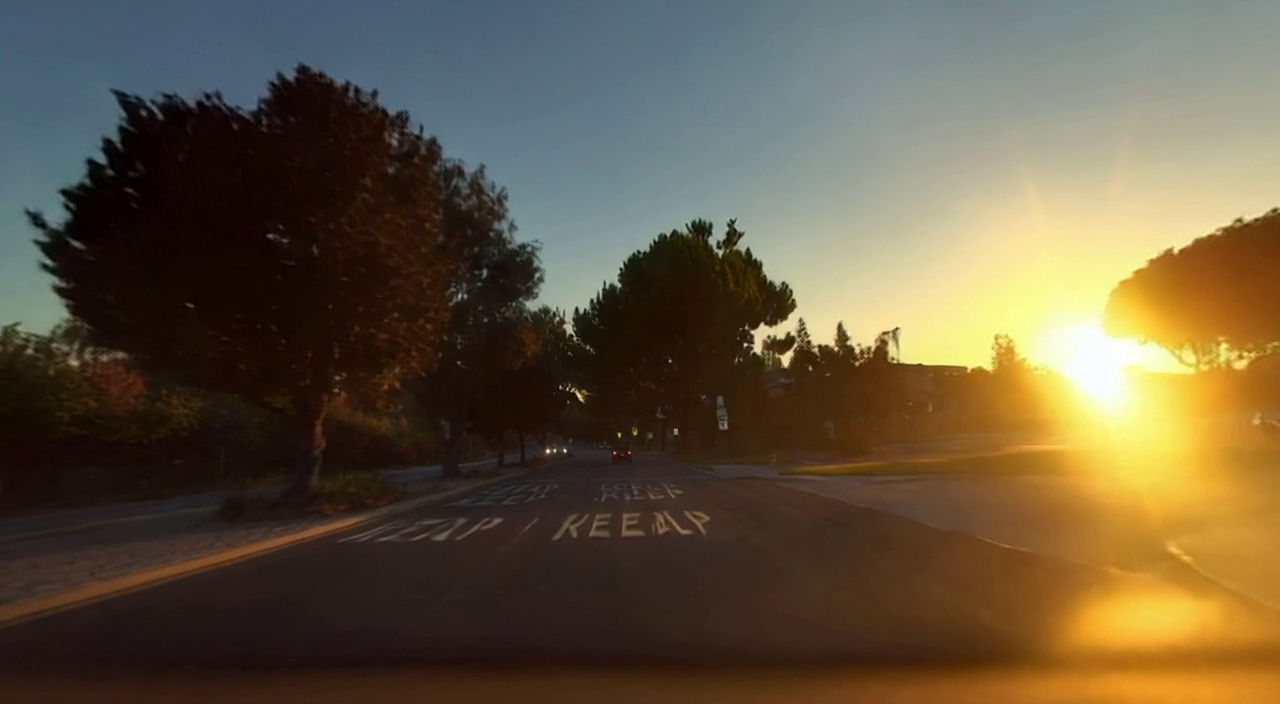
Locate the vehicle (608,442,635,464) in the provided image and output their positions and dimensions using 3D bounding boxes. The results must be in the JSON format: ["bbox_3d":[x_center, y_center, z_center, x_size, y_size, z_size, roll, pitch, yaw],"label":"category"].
[{"bbox_3d":[-1.450,7.880,49.449,2.045,1.613,4.210,0,-8,-2],"label":"vehicle"}]
